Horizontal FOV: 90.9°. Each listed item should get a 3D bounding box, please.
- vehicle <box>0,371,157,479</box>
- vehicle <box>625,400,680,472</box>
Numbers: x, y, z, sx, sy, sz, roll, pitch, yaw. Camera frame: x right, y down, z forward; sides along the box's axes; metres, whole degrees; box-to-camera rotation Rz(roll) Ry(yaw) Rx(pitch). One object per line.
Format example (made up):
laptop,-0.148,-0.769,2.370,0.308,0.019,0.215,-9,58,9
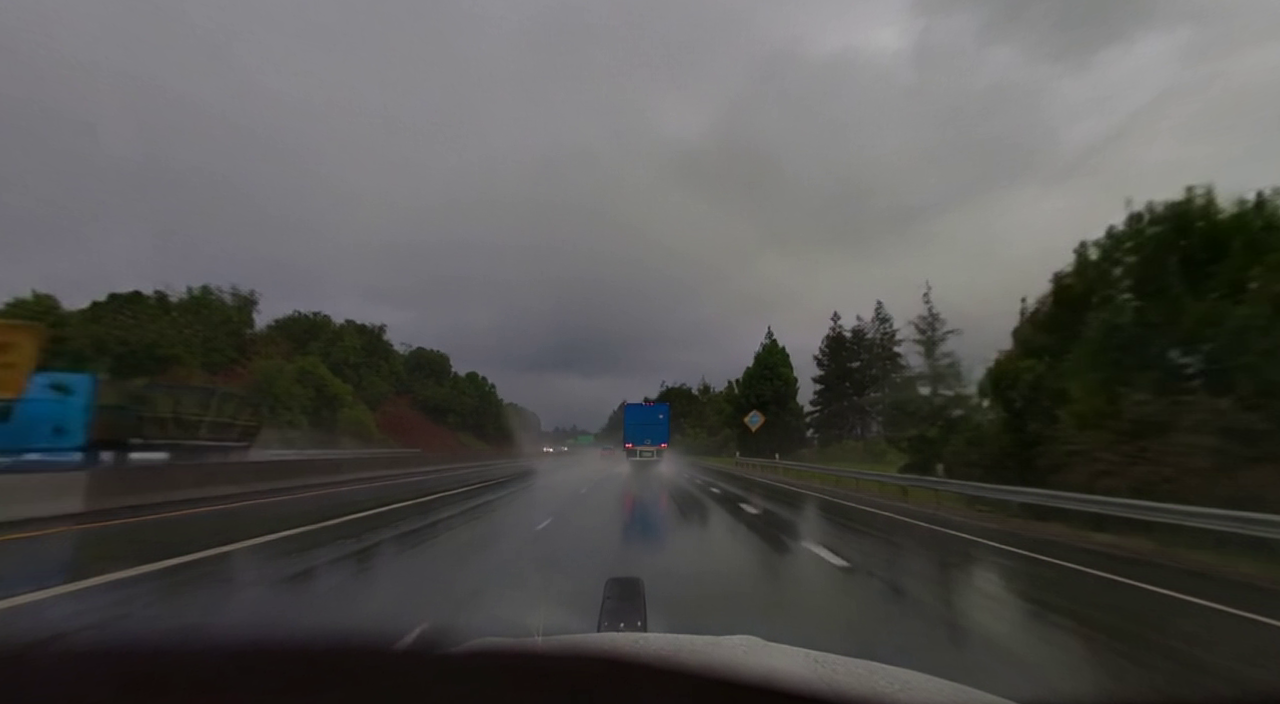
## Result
vehicle,-22.686,2.776,23.109,2.922,3.559,8.696,0,-9,0
vehicle,0.572,5.557,40.955,3.055,4.009,10.972,0,-9,-1
